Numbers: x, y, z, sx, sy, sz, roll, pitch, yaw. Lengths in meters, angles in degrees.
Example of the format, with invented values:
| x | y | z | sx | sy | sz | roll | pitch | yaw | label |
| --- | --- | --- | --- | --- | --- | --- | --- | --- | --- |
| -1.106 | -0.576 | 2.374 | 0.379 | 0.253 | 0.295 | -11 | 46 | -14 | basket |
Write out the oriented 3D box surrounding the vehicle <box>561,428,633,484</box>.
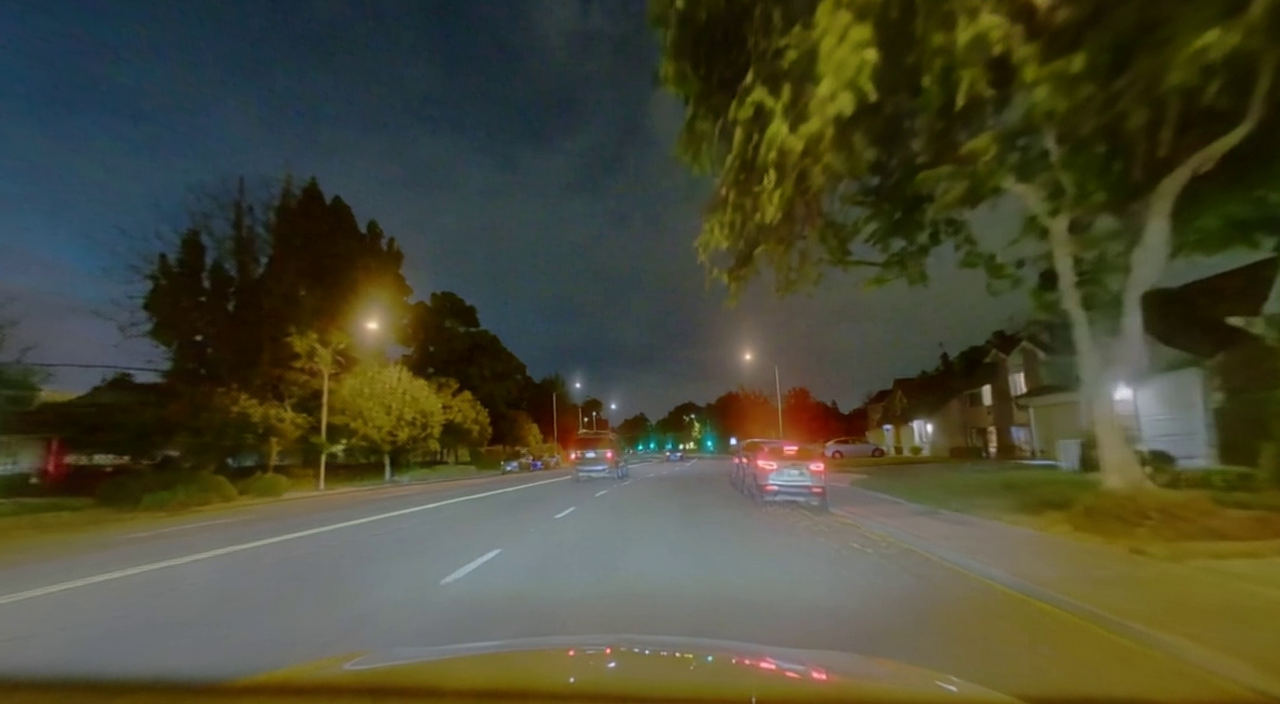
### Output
| x | y | z | sx | sy | sz | roll | pitch | yaw | label |
| --- | --- | --- | --- | --- | --- | --- | --- | --- | --- |
| -1.656 | 4.362 | 26.629 | 2.085 | 2.084 | 5.133 | -1 | -9 | 7 | vehicle |

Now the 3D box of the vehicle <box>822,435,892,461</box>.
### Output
| x | y | z | sx | sy | sz | roll | pitch | yaw | label |
| --- | --- | --- | --- | --- | --- | --- | --- | --- | --- |
| 15.022 | 6.671 | 43.887 | 4.249 | 1.550 | 1.843 | -4 | -9 | 9 | vehicle |

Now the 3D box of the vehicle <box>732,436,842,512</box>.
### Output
| x | y | z | sx | sy | sz | roll | pitch | yaw | label |
| --- | --- | --- | --- | --- | --- | --- | --- | --- | --- |
| 3.527 | 3.015 | 16.069 | 2.040 | 1.643 | 4.446 | -1 | -9 | 5 | vehicle |
